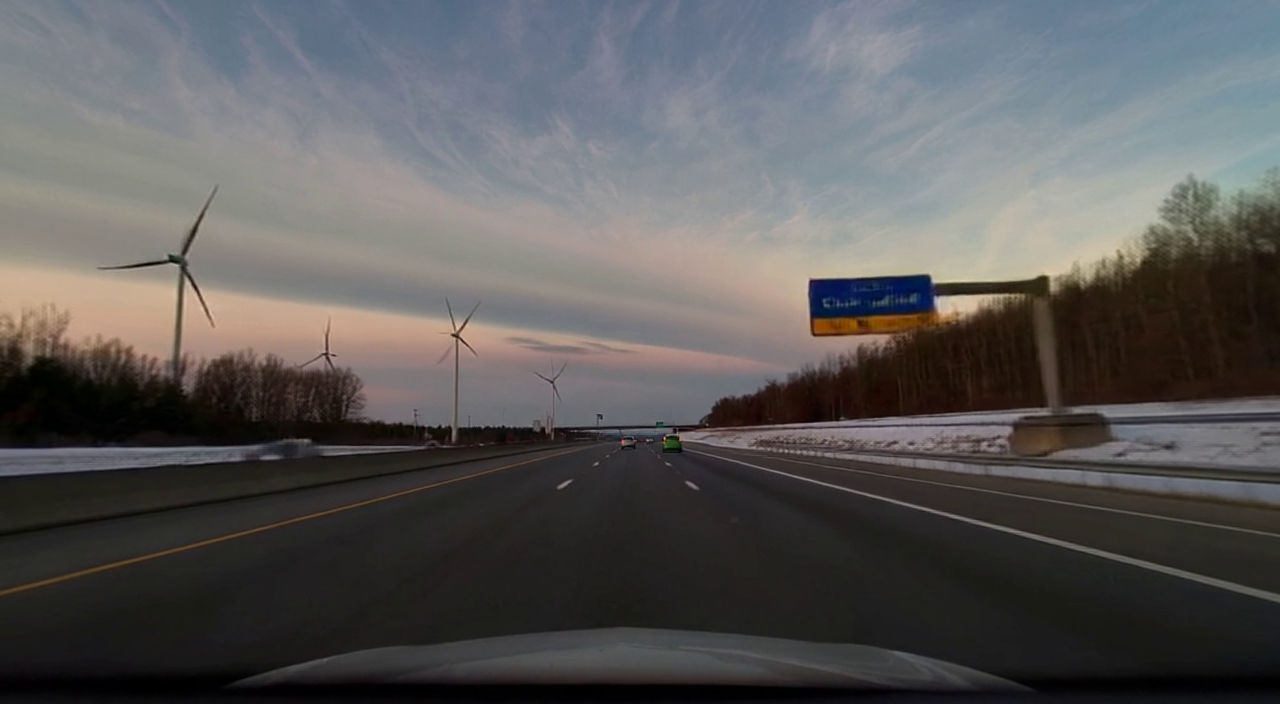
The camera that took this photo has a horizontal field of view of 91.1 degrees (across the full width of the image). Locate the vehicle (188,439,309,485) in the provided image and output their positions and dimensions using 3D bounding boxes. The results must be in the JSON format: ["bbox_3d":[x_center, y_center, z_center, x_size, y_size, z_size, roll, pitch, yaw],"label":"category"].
[{"bbox_3d":[-14.455,4.039,23.563,1.862,1.506,4.301,0,-8,-2],"label":"vehicle"}]

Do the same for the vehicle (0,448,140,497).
[{"bbox_3d":[-20.099,4.139,22.038,1.767,1.465,4.074,0,-8,-1],"label":"vehicle"}]
